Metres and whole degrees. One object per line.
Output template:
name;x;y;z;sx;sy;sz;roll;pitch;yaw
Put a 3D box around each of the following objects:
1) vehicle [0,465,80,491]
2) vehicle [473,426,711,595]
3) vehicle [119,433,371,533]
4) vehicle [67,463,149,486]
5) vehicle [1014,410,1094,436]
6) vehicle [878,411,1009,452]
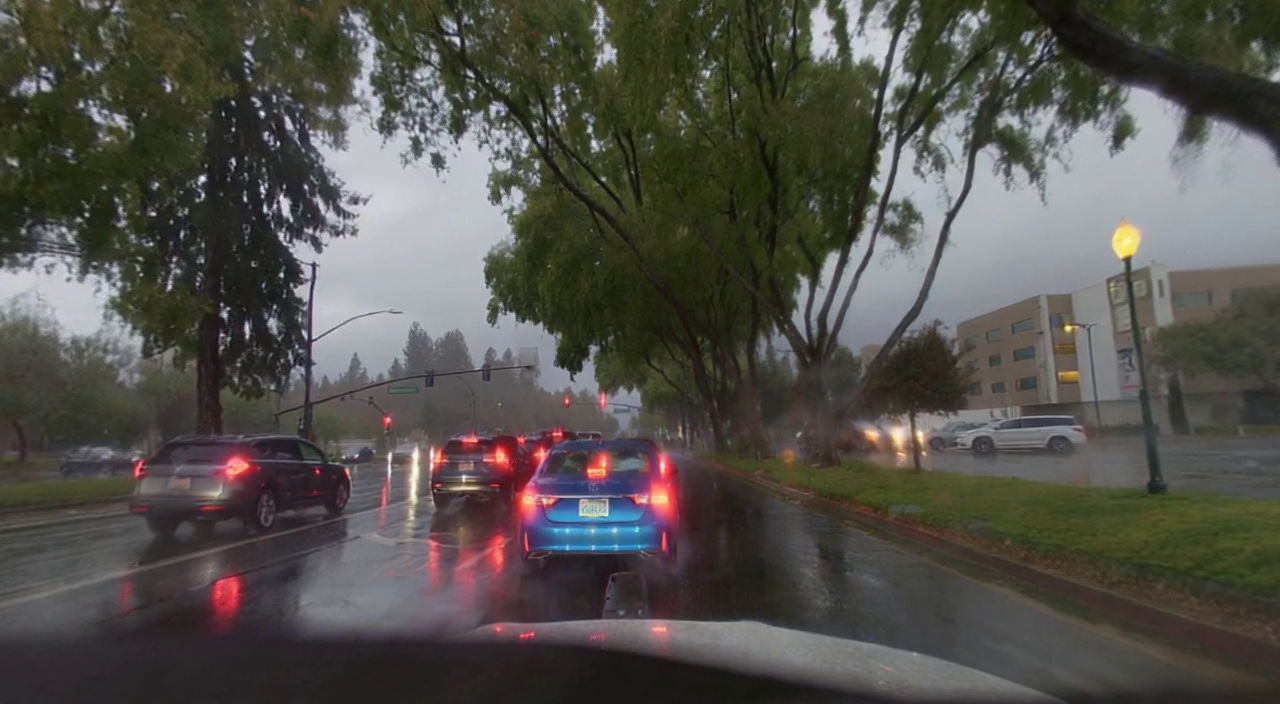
vehicle;-36.616;7.553;37.954;4.093;1.440;1.804;0;-9;-2
vehicle;-0.415;1.708;7.633;2.104;1.472;3.946;0;-9;0
vehicle;-7.275;2.433;12.344;2.096;1.593;4.288;0;-9;0
vehicle;-36.418;8.393;43.290;3.918;1.423;1.861;-1;-9;2
vehicle;30.301;5.255;46.420;4.627;1.671;1.929;-5;-10;29
vehicle;13.931;3.700;29.221;4.975;1.809;1.956;0;-9;1
